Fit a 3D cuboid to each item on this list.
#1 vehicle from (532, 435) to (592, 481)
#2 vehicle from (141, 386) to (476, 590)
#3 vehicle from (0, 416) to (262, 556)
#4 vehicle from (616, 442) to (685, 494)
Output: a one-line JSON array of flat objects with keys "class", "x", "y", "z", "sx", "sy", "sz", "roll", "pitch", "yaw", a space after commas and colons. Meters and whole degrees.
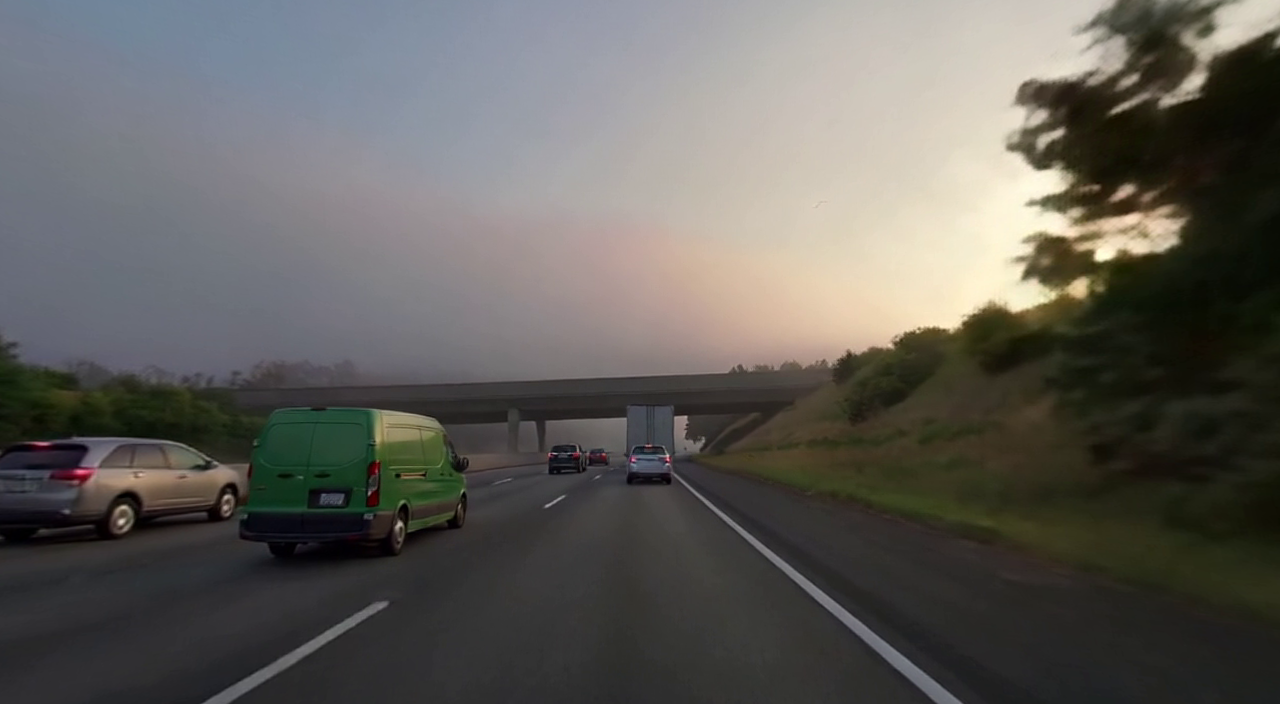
[{"class": "vehicle", "x": -3.389, "y": 4.716, "z": 28.190, "sx": 2.068, "sy": 1.862, "sz": 4.234, "roll": 0, "pitch": -9, "yaw": 1}, {"class": "vehicle", "x": -3.586, "y": 1.565, "z": 7.883, "sx": 1.951, "sy": 1.882, "sz": 3.979, "roll": 0, "pitch": -9, "yaw": 0}, {"class": "vehicle", "x": -8.294, "y": 1.961, "z": 9.814, "sx": 2.093, "sy": 1.675, "sz": 4.233, "roll": 0, "pitch": -9, "yaw": 1}, {"class": "vehicle", "x": 0.289, "y": 3.633, "z": 19.972, "sx": 1.991, "sy": 1.507, "sz": 3.391, "roll": 0, "pitch": -9, "yaw": 0}]
